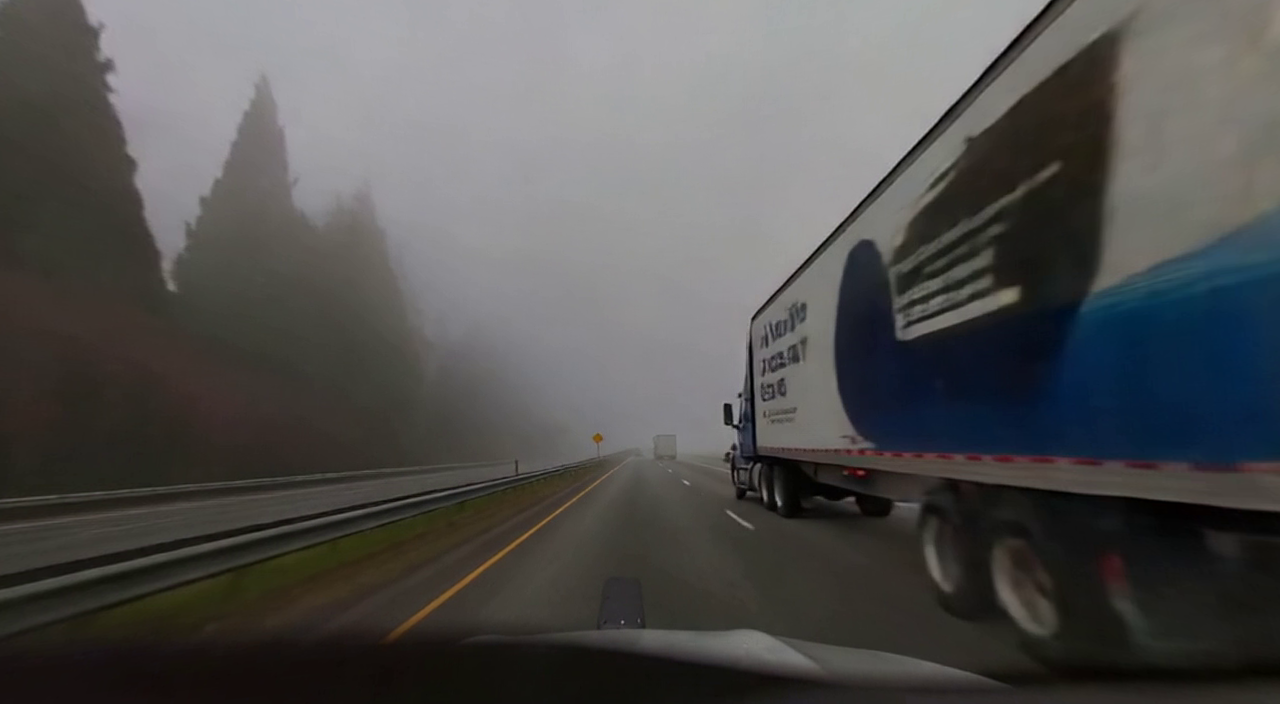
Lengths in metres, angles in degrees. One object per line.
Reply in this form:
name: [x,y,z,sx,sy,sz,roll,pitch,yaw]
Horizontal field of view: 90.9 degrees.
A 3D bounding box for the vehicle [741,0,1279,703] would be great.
vehicle: [4.220,0.486,8.320,3.231,4.102,14.393,0,-9,-1]
